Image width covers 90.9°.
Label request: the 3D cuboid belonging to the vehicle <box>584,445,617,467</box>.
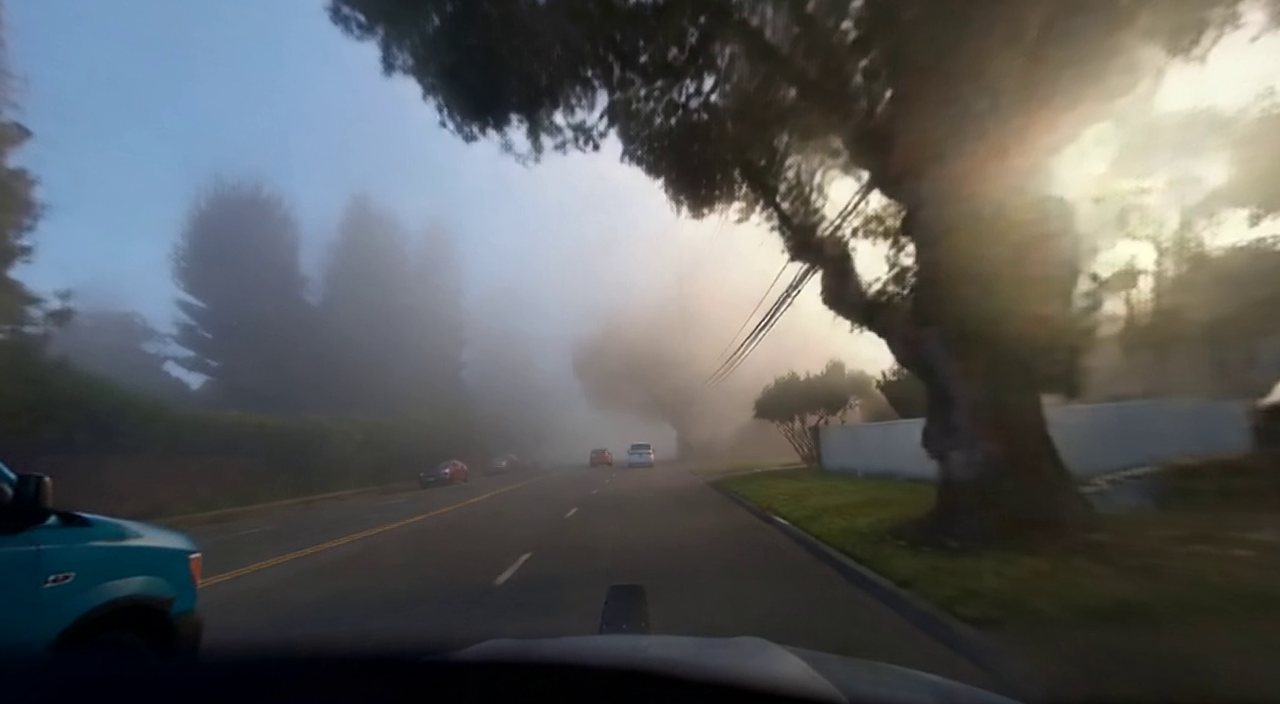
[{"bbox_3d":[-2.825,7.579,46.144,1.968,1.472,4.489,-1,-9,2],"label":"vehicle"}]

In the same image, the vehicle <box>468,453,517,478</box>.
[{"bbox_3d":[-9.614,7.392,41.411,2.068,1.480,4.641,0,-9,0],"label":"vehicle"}]

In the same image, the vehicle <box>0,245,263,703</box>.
[{"bbox_3d":[-3.449,0.487,0.777,2.336,2.152,5.866,0,-9,0],"label":"vehicle"}]

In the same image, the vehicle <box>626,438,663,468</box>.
[{"bbox_3d":[0.286,6.098,38.128,2.120,1.718,3.909,0,-9,0],"label":"vehicle"}]

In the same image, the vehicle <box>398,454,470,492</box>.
[{"bbox_3d":[-9.895,5.822,30.598,1.879,1.494,4.445,-5,-9,1],"label":"vehicle"}]
